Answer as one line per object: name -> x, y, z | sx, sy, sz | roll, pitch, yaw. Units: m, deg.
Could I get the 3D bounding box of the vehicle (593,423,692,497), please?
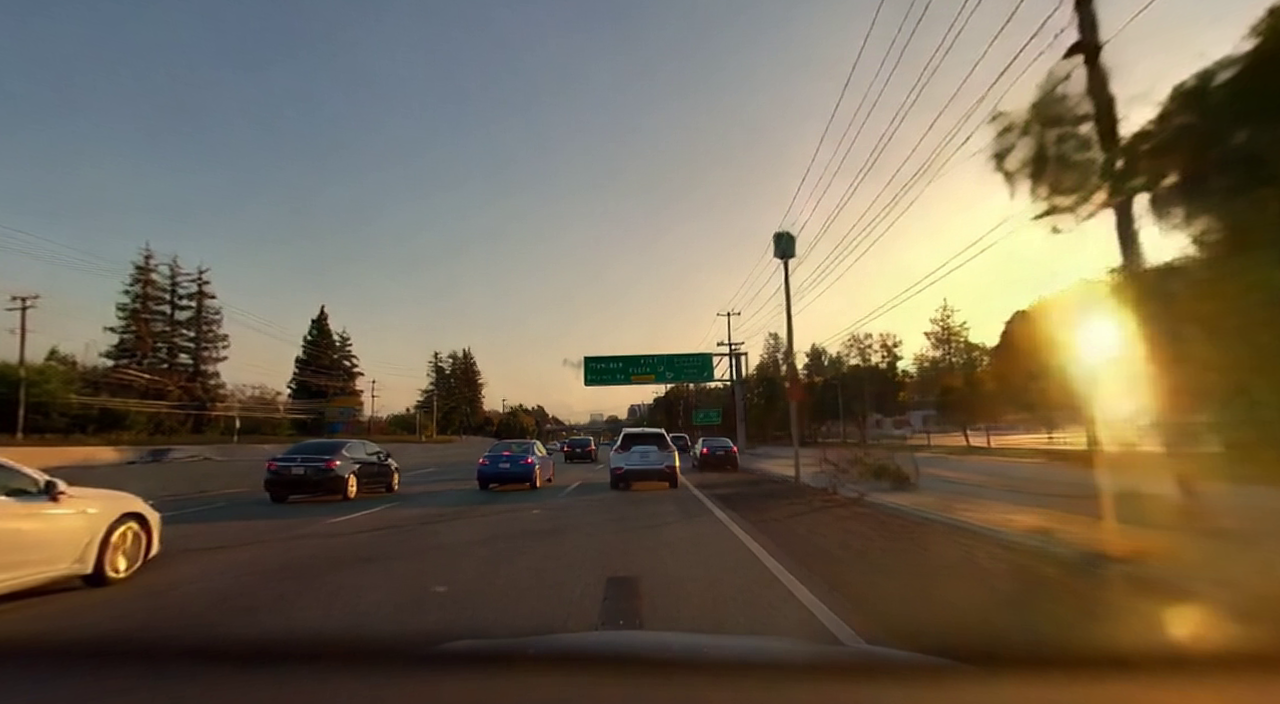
vehicle -> 0.081, 2.793, 16.709 | 2.284, 1.699, 4.168 | 0, -8, 0

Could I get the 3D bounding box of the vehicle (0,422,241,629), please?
vehicle -> -5.543, 1.315, 5.078 | 1.958, 1.447, 4.454 | 0, -8, -3

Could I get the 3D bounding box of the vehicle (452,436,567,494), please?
vehicle -> -3.531, 3.161, 18.146 | 2.203, 1.425, 4.610 | 0, -8, 2

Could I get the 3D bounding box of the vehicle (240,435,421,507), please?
vehicle -> -7.131, 2.768, 15.277 | 1.959, 1.435, 4.719 | 0, -8, 0

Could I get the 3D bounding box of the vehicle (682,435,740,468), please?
vehicle -> 3.320, 4.748, 30.321 | 2.197, 1.464, 4.356 | 0, -8, -1
